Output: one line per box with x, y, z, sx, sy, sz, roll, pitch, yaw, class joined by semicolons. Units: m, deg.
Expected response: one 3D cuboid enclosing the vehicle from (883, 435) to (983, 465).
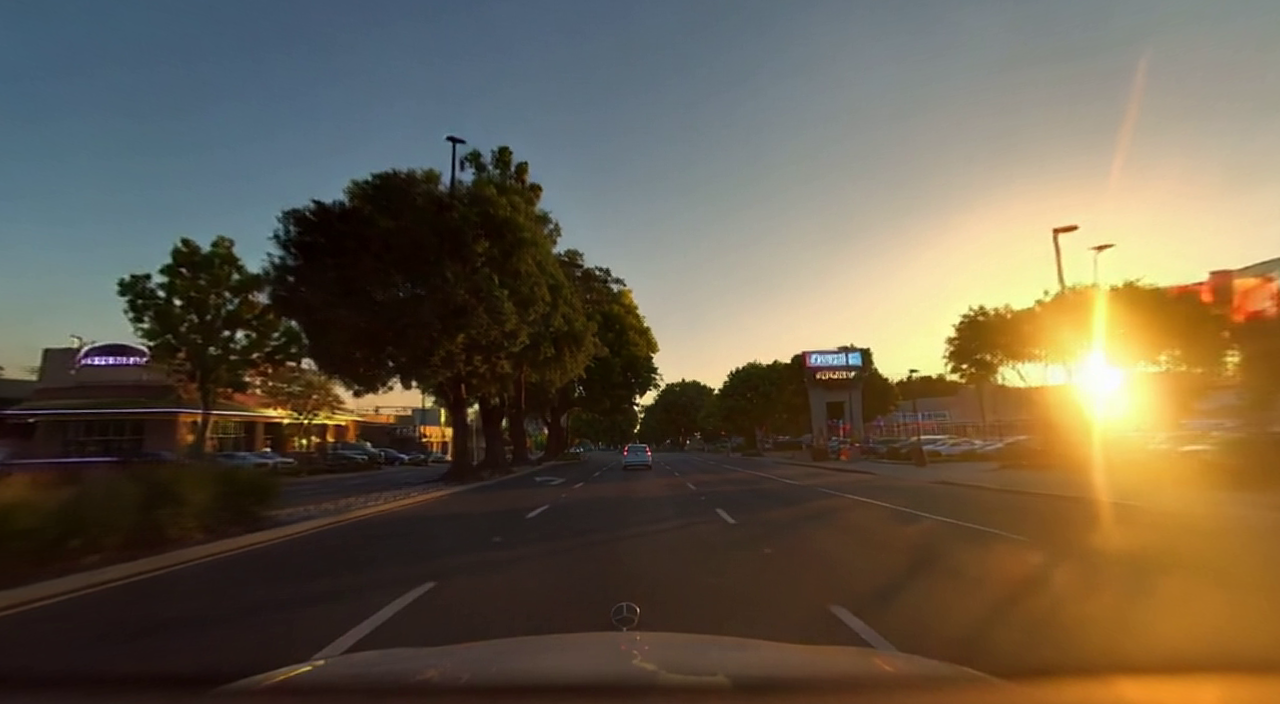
17.905;6.007;38.680;5.083;1.778;2.063;0;-9;0;vehicle

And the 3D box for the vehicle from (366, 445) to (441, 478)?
-11.924;5.551;32.120;2.041;1.553;4.433;0;-9;1;vehicle

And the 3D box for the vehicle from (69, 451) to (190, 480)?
-26.924;5.995;33.330;4.660;1.446;1.870;1;-9;-3;vehicle

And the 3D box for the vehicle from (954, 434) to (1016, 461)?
26.678;7.460;48.893;2.046;1.893;5.097;-3;-9;2;vehicle

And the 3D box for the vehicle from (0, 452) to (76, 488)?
-27.737;5.083;27.314;4.563;1.480;1.946;0;-9;0;vehicle

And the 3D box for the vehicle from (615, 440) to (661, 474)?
-0.121;4.854;29.161;1.998;1.452;3.773;0;-9;-1;vehicle

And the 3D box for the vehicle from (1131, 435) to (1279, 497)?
16.289;3.034;17.087;1.949;1.458;4.865;0;-9;0;vehicle

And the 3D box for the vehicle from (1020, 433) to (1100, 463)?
28.006;6.462;42.212;1.991;1.877;5.024;0;-9;1;vehicle
